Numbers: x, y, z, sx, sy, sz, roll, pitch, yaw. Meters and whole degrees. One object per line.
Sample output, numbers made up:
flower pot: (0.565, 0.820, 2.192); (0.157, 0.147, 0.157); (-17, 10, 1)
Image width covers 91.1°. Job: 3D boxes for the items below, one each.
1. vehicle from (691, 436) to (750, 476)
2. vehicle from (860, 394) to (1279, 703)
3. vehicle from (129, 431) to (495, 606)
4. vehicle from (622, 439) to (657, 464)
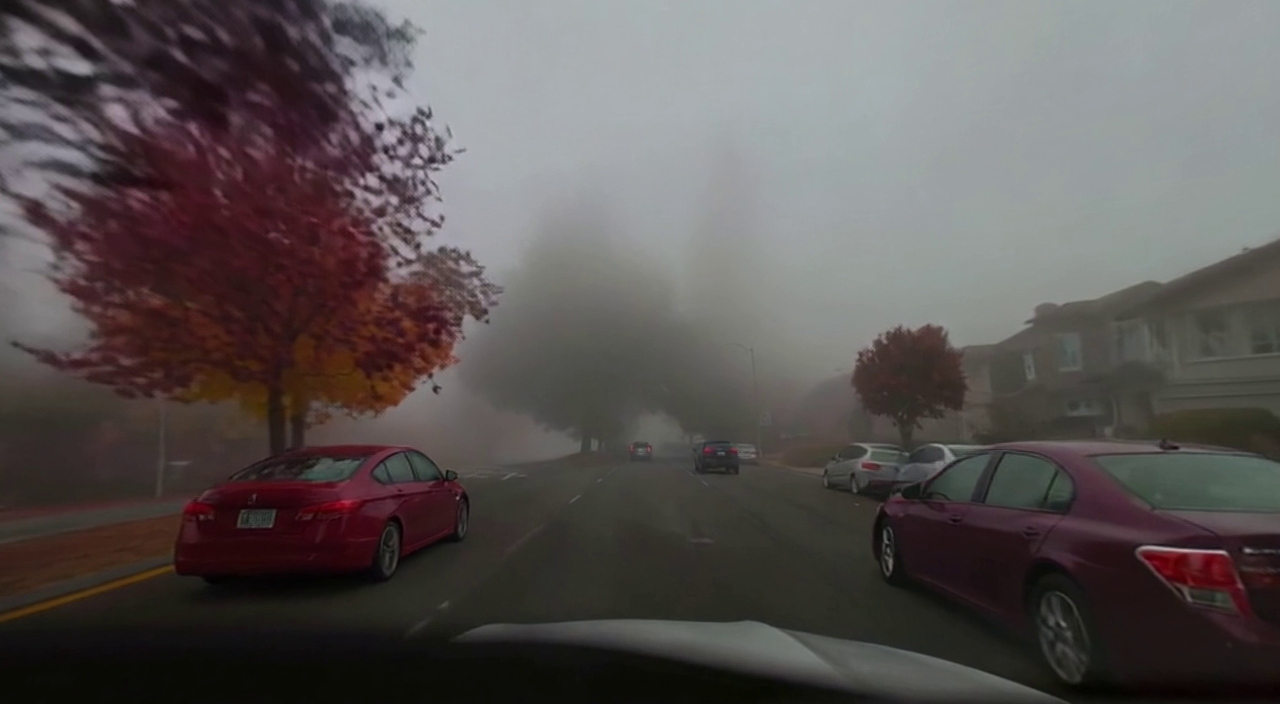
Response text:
vehicle: (3.567, 4.710, 28.619); (2.019, 1.675, 4.488); (0, -8, -1)
vehicle: (3.275, 1.173, 4.102); (2.060, 1.474, 4.475); (0, -8, 0)
vehicle: (-3.363, 1.772, 7.742); (1.997, 1.479, 4.547); (0, -8, 1)
vehicle: (-0.006, 6.893, 43.537); (2.293, 1.662, 4.262); (0, -8, 1)
